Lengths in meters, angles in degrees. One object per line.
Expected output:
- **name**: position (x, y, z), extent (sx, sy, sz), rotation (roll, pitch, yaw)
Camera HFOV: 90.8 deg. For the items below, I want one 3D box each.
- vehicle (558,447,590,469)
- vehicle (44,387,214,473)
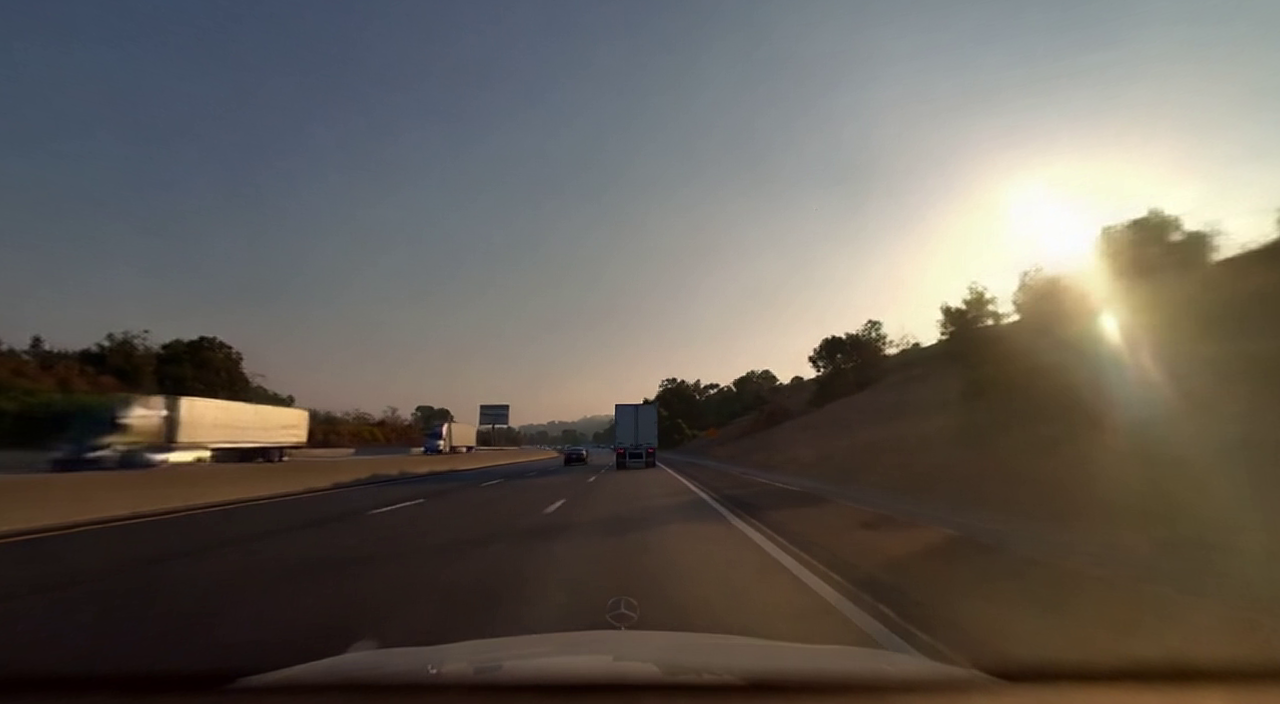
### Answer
- **vehicle**: position (-4.716, 7.625, 45.641), extent (1.892, 1.471, 5.047), rotation (0, -9, -1)
- **vehicle**: position (-23.452, 3.731, 29.486), extent (2.901, 3.590, 5.880), rotation (0, -9, -1)
